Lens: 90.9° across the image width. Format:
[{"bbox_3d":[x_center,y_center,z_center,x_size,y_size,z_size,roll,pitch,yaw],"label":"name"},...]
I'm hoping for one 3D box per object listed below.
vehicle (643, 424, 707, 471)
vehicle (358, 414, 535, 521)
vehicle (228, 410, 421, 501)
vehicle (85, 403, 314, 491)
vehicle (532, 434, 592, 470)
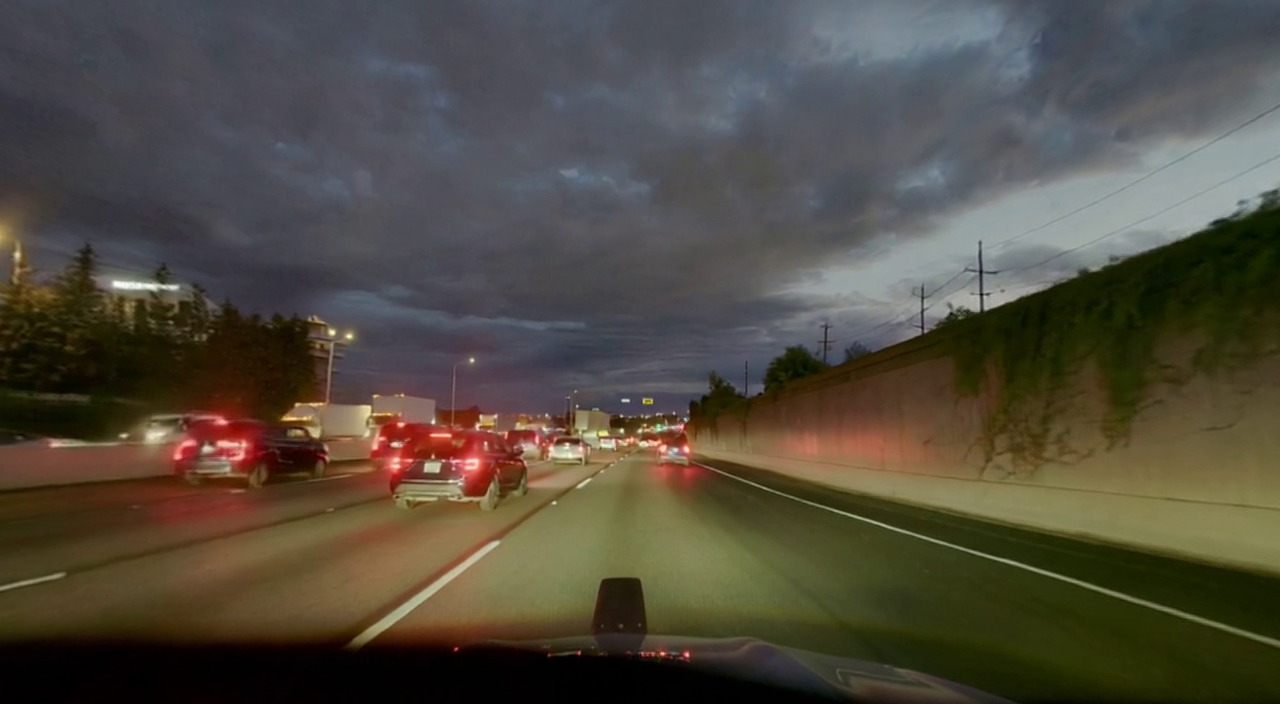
[{"bbox_3d":[1.649,4.832,32.186,2.793,2.132,5.682,0,-8,-1],"label":"vehicle"},{"bbox_3d":[-3.521,2.189,12.536,2.026,1.719,4.490,0,-8,1],"label":"vehicle"},{"bbox_3d":[-7.250,2.427,15.236,2.222,1.825,4.640,0,-8,0],"label":"vehicle"},{"bbox_3d":[-10.683,2.364,15.963,2.089,1.847,4.981,0,-8,1],"label":"vehicle"},{"bbox_3d":[-3.465,4.539,28.954,2.049,1.530,4.707,0,-8,1],"label":"vehicle"}]
